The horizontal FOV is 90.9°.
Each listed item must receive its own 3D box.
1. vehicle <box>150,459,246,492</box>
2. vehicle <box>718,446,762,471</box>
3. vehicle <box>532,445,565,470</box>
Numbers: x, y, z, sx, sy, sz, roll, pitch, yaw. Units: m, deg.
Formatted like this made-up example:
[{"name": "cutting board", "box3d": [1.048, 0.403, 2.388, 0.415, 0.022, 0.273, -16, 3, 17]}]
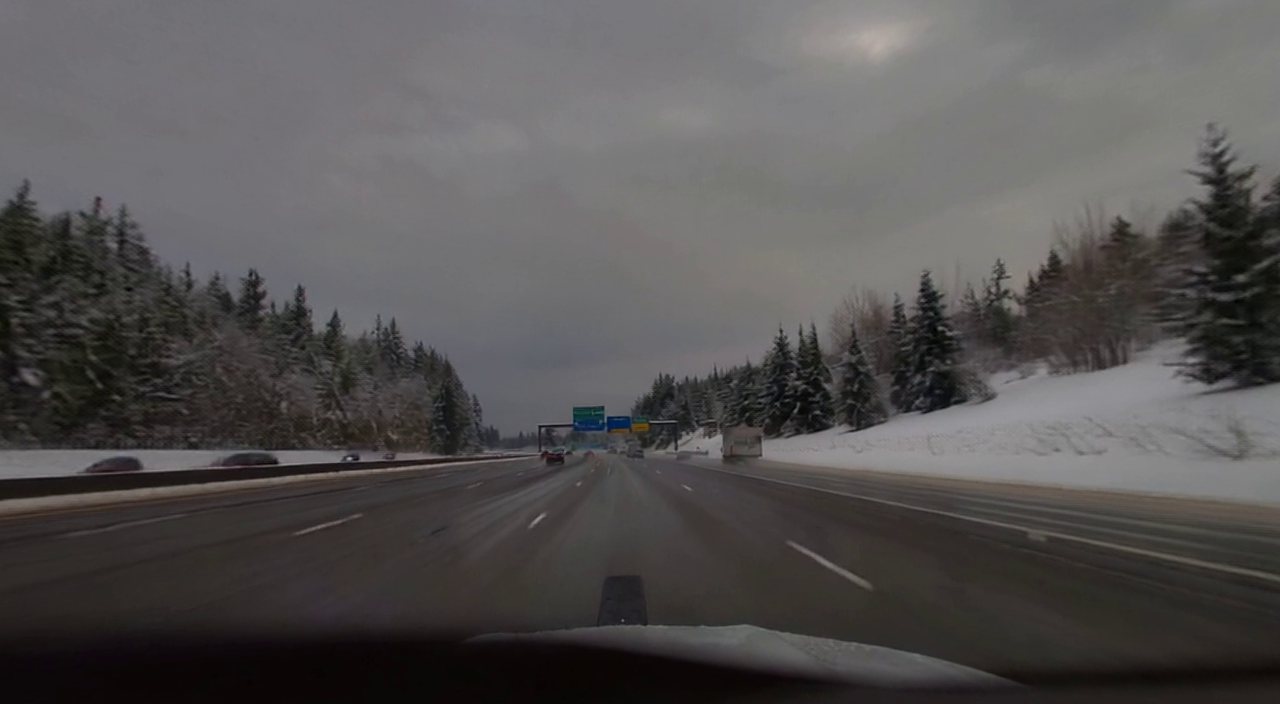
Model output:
[{"name": "vehicle", "box3d": [-22.530, 6.294, 32.365, 1.859, 1.480, 4.401, 0, -9, -3]}, {"name": "vehicle", "box3d": [6.685, 7.180, 42.544, 1.989, 1.591, 4.348, 0, -9, -3]}, {"name": "vehicle", "box3d": [-7.099, 8.202, 49.082, 2.167, 1.847, 4.097, 0, -9, -3]}]
